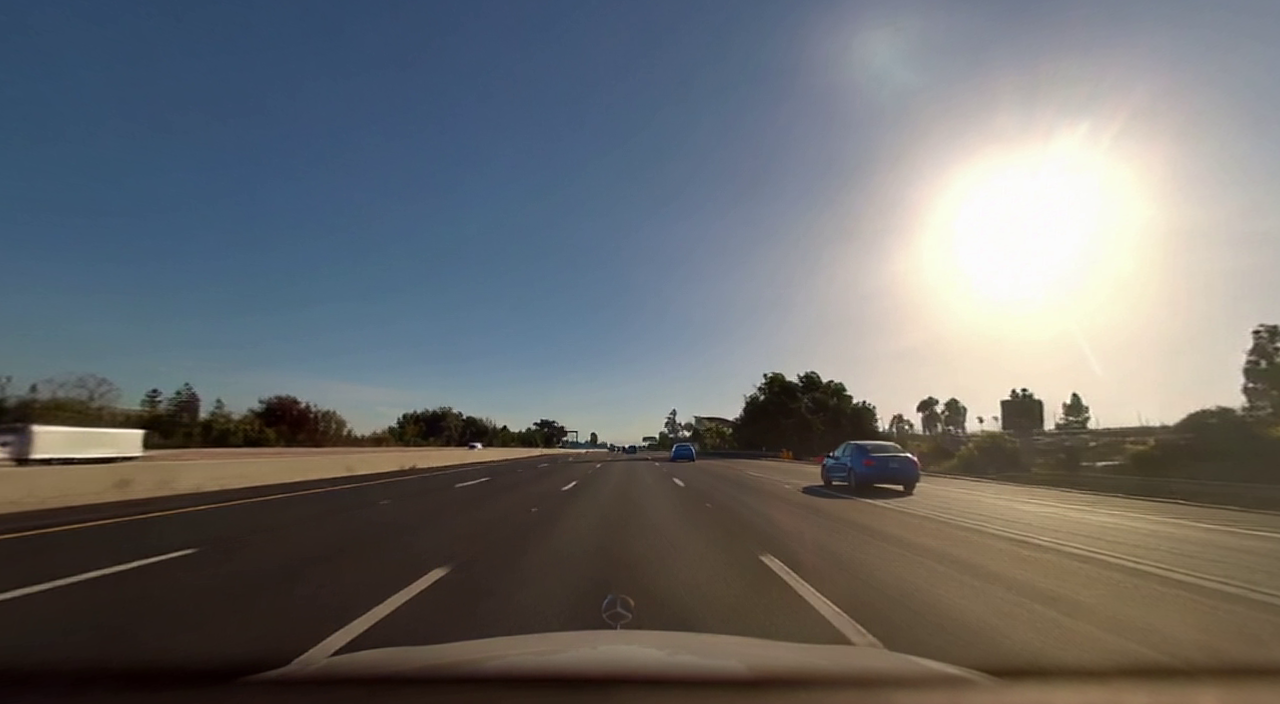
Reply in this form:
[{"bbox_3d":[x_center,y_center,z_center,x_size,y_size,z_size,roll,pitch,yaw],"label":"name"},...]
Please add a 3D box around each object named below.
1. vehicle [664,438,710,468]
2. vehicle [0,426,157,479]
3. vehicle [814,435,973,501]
[{"bbox_3d":[2.655,5.848,36.647,2.270,1.615,3.770,0,-8,-1],"label":"vehicle"},{"bbox_3d":[-44.014,7.633,48.478,3.302,3.459,13.357,0,-8,0],"label":"vehicle"},{"bbox_3d":[6.618,3.065,17.302,2.227,1.522,5.041,0,-8,-1],"label":"vehicle"}]
